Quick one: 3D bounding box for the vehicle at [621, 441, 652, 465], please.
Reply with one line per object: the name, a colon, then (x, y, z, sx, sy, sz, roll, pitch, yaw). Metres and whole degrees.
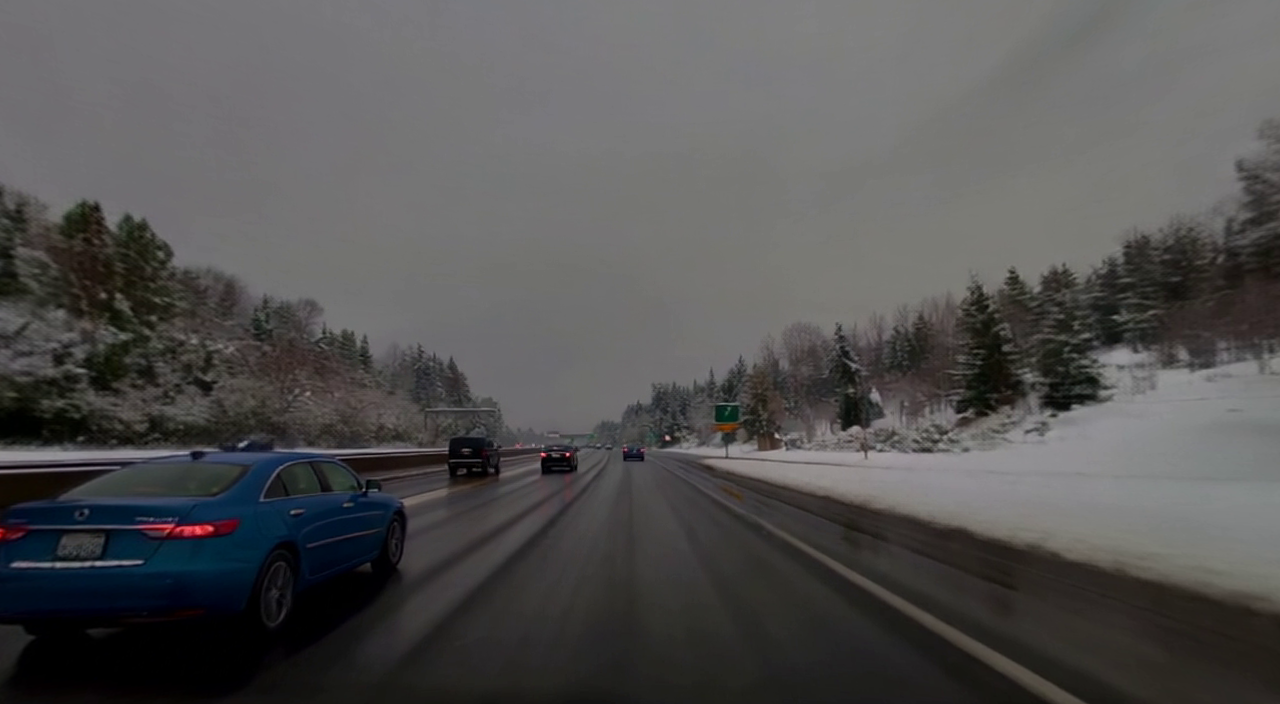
vehicle: (-0.308, 6.888, 43.300, 2.018, 1.508, 4.087, 0, -8, -2)

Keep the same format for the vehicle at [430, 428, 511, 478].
vehicle: (-7.331, 4.414, 27.925, 2.171, 1.982, 5.246, 0, -8, -1)

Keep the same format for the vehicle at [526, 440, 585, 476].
vehicle: (-3.687, 4.720, 28.416, 2.068, 1.501, 4.395, 0, -8, 0)

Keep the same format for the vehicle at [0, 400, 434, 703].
vehicle: (-3.388, 1.300, 5.067, 2.025, 1.506, 4.429, 0, -8, -1)
